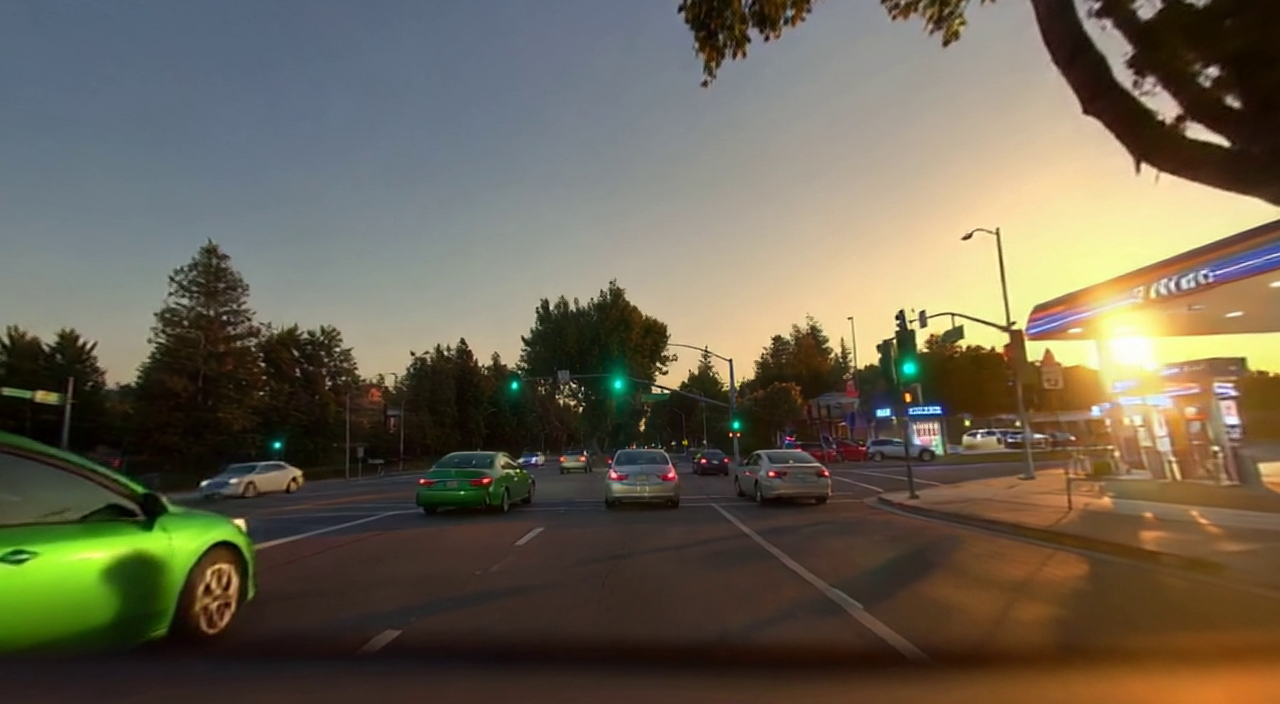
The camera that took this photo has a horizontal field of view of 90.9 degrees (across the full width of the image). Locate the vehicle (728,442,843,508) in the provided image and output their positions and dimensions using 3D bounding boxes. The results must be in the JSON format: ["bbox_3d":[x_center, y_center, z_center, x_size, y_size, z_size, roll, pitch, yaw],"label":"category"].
[{"bbox_3d":[3.664,3.172,16.779,1.920,1.479,4.548,0,-9,-1],"label":"vehicle"}]

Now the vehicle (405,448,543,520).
[{"bbox_3d":[-3.732,3.038,15.137,1.995,1.436,4.500,0,-9,2],"label":"vehicle"}]

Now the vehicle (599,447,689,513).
[{"bbox_3d":[0.061,3.142,16.020,1.994,1.433,3.894,0,-9,-1],"label":"vehicle"}]

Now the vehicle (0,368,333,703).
[{"bbox_3d":[-3.661,0.970,2.919,2.023,1.687,4.874,0,-9,0],"label":"vehicle"}]

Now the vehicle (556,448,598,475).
[{"bbox_3d":[-3.645,6.465,37.438,1.896,1.501,4.390,0,-9,2],"label":"vehicle"}]

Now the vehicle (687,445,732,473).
[{"bbox_3d":[3.833,5.974,35.473,1.942,1.482,4.623,0,-9,-1],"label":"vehicle"}]
